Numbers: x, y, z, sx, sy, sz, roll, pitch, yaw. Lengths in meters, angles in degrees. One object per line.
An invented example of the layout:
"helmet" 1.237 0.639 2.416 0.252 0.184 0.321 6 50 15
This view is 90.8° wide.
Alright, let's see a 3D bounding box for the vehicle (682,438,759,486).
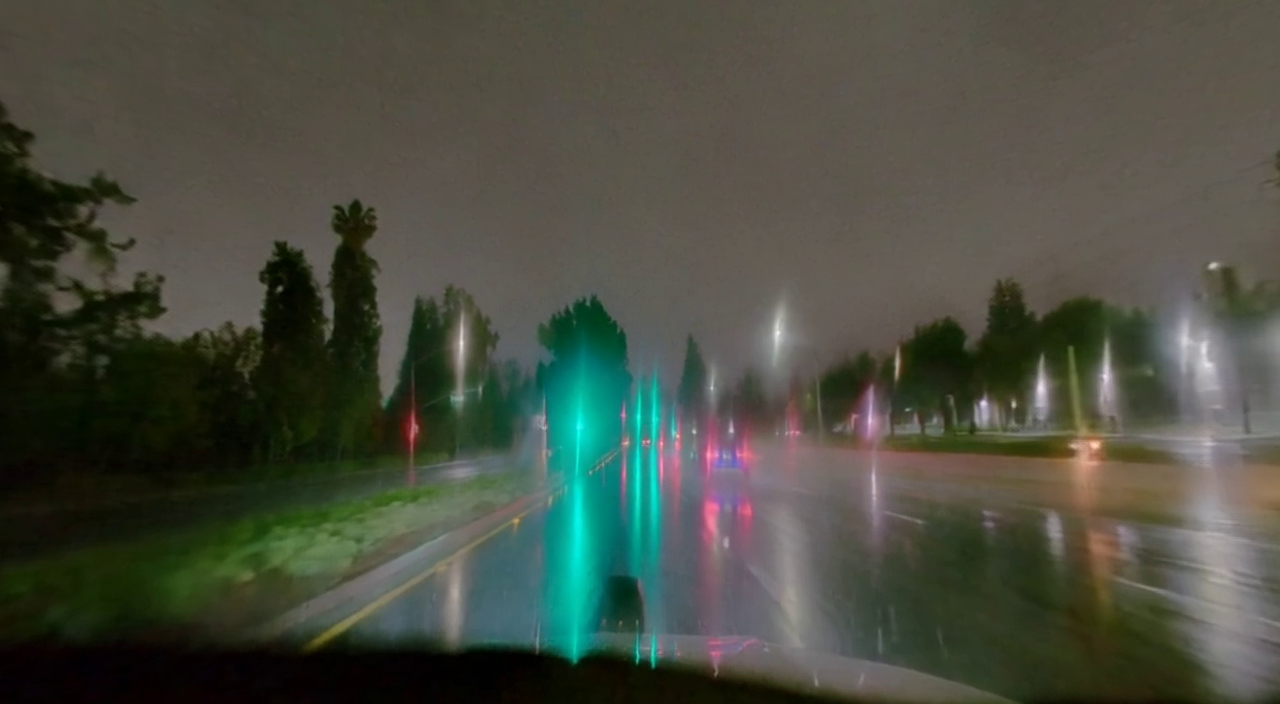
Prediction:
"vehicle" 2.663 3.760 21.922 2.056 1.483 4.091 0 -8 -1
